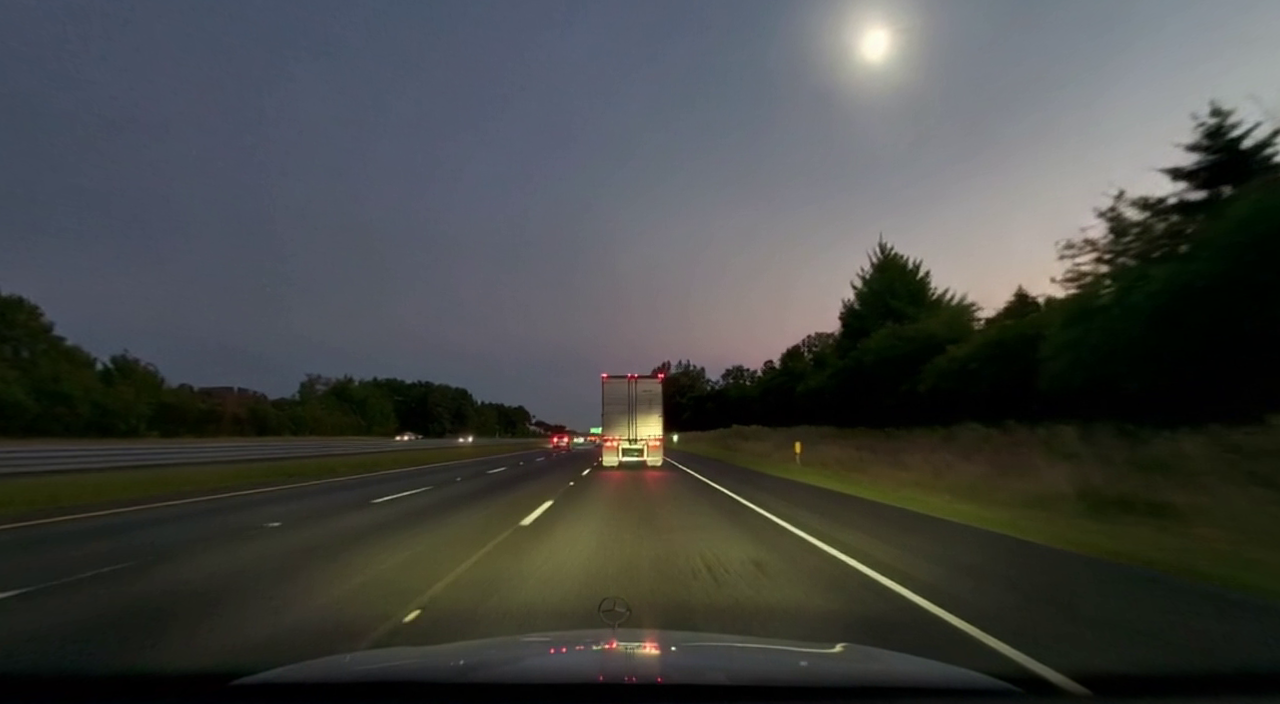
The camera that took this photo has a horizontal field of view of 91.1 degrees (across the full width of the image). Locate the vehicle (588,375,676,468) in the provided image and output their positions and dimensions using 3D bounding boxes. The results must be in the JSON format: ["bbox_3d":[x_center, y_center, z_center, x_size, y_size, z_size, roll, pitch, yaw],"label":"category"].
[{"bbox_3d":[-0.420,3.483,30.378,3.033,3.223,14.836,4,-7,-1],"label":"vehicle"}]
